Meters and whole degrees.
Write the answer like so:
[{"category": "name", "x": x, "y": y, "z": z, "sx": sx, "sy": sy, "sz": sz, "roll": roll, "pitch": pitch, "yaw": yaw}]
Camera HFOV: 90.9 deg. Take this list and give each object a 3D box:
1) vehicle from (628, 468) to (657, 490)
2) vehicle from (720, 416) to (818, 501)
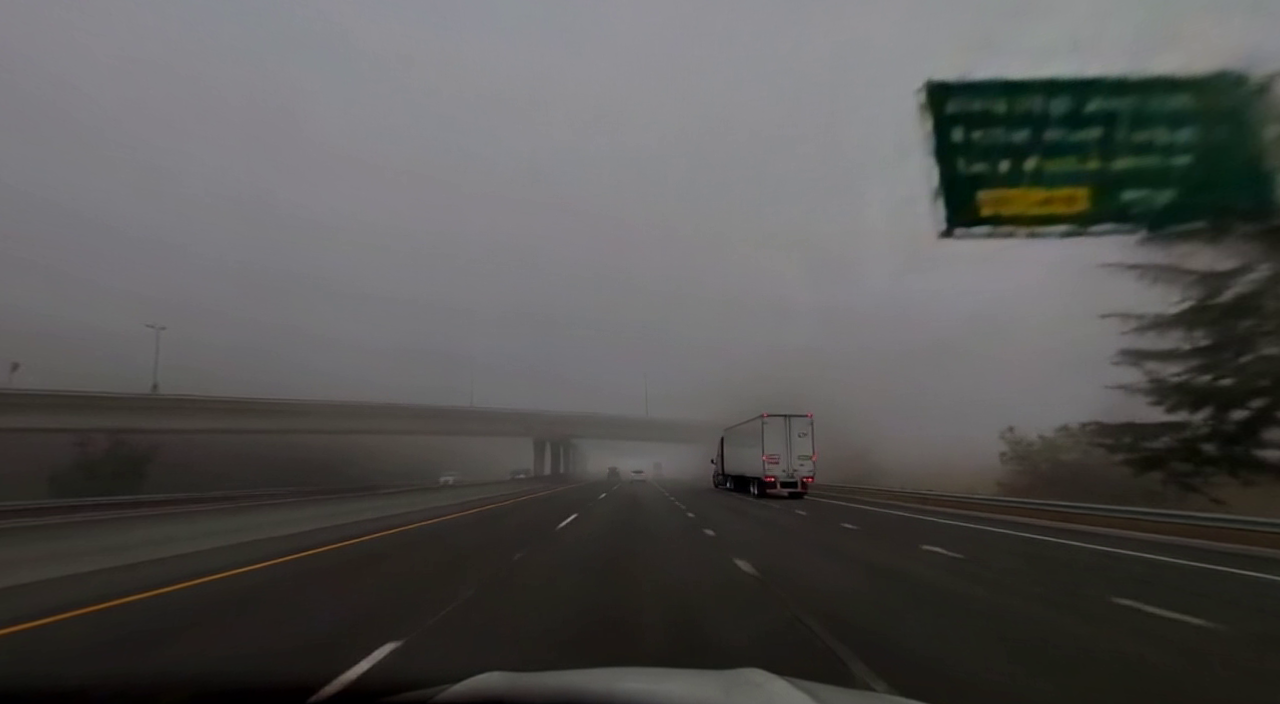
[{"category": "vehicle", "x": 0.141, "y": 9.284, "z": 46.211, "sx": 2.029, "sy": 1.459, "sz": 3.684, "roll": 1, "pitch": -11, "yaw": -1}, {"category": "vehicle", "x": 7.103, "y": 6.409, "z": 37.444, "sx": 2.926, "sy": 4.073, "sz": 13.836, "roll": 1, "pitch": -10, "yaw": 0}]
